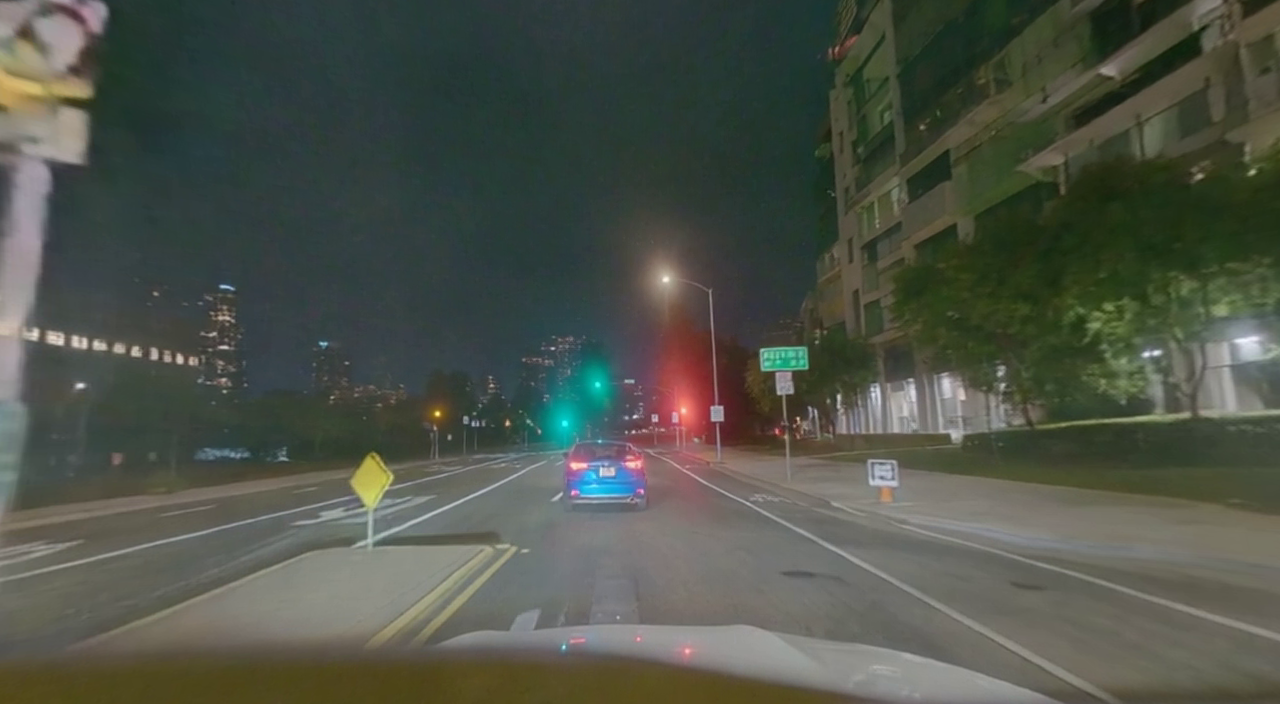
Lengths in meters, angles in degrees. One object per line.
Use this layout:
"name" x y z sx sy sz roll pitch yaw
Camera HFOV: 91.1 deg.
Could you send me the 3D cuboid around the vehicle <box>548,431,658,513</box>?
"vehicle" -0.916 2.398 13.230 1.950 1.401 4.159 1 -8 -7
